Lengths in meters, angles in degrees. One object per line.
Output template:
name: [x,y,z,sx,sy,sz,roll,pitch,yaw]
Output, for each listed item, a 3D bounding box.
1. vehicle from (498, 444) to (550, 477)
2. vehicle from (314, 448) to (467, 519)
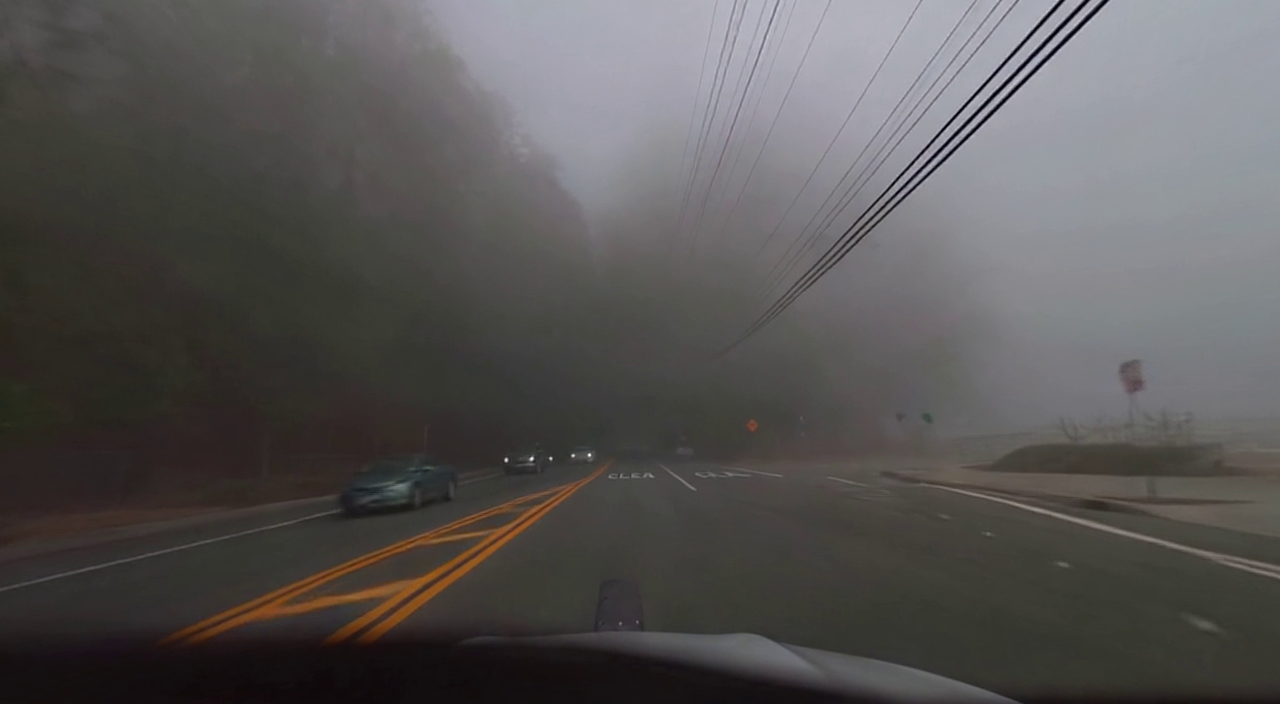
vehicle: [-6.545,6.183,36.231,2.157,1.711,4.460,0,-9,-1]
vehicle: [-5.971,3.173,15.855,2.043,1.484,4.532,0,-9,-1]
